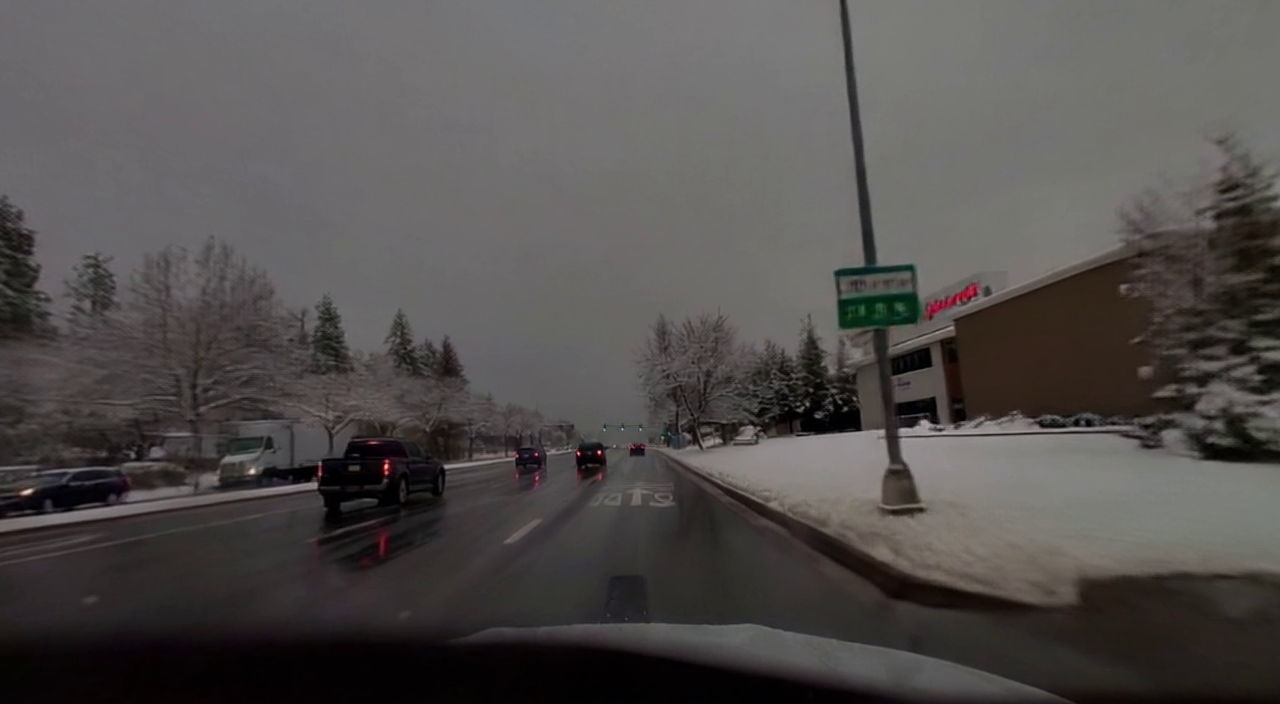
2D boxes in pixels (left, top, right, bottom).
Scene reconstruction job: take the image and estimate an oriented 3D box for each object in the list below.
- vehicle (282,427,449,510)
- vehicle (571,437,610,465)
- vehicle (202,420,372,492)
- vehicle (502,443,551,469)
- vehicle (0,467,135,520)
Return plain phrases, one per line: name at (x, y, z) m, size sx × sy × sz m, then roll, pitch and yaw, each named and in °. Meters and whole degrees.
vehicle at (-6.853, 2.956, 16.517) m, size 2.137 × 1.835 × 4.844 m, roll 0°, pitch -9°, yaw 1°
vehicle at (-3.082, 6.331, 40.286) m, size 2.100 × 1.661 × 3.837 m, roll 0°, pitch -9°, yaw 1°
vehicle at (-21.815, 6.548, 40.789) m, size 3.033 × 3.777 × 14.652 m, roll 0°, pitch -8°, yaw -2°
vehicle at (-6.805, 6.289, 38.329) m, size 2.072 × 1.427 × 4.328 m, roll 0°, pitch -9°, yaw 1°
vehicle at (-22.094, 5.361, 24.055) m, size 1.900 × 1.467 × 4.655 m, roll -6°, pitch -8°, yaw -1°
